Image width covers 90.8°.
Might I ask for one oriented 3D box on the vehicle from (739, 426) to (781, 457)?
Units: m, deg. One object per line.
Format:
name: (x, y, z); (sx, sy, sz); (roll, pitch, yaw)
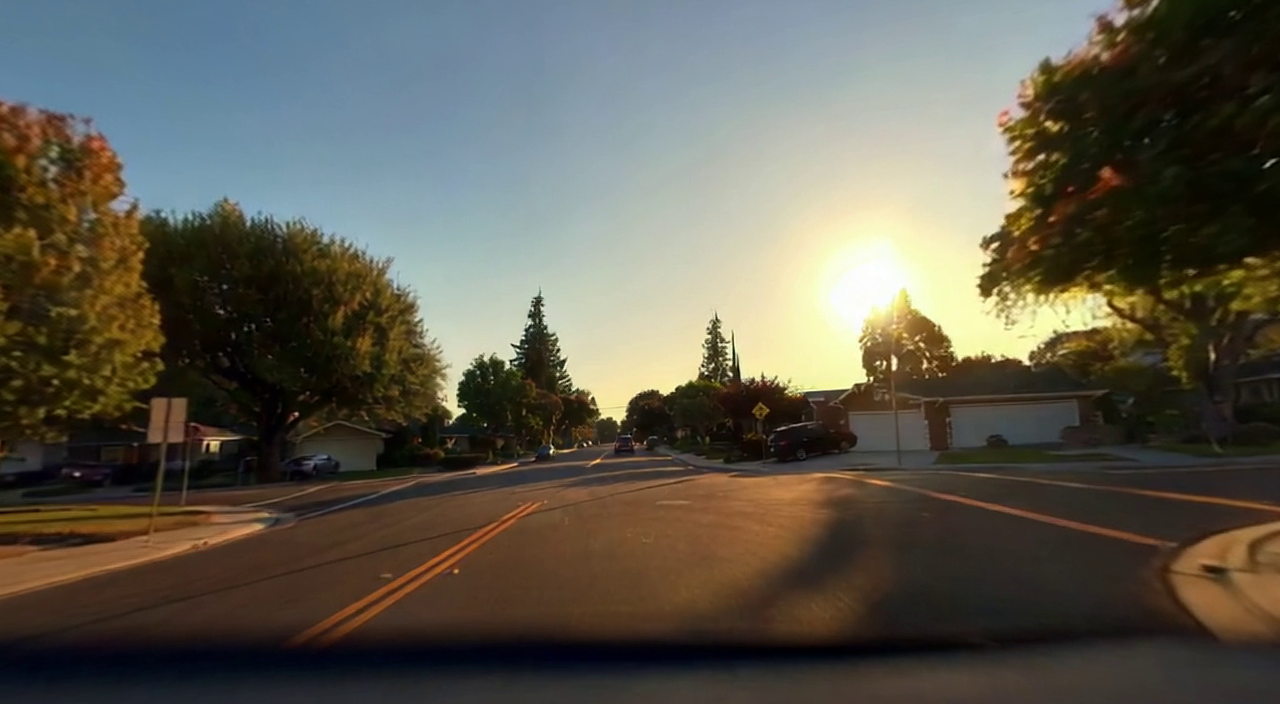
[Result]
vehicle: (7.582, 5.721, 40.280); (2.130, 1.836, 4.464); (-1, -8, 5)

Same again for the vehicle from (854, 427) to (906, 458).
vehicle: (12.714, 4.814, 33.677); (1.972, 1.528, 3.891); (-2, -9, 13)

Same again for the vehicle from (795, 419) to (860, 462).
vehicle: (9.390, 4.522, 32.098); (2.333, 1.933, 5.662); (-1, -8, 8)

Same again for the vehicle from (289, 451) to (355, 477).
vehicle: (-20.205, 7.139, 40.378); (1.917, 1.499, 4.569); (0, -8, 0)

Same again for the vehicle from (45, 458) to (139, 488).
vehicle: (-33.714, 7.425, 39.052); (1.978, 1.666, 4.230); (0, -8, 0)

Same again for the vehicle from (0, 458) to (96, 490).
vehicle: (-36.523, 7.528, 39.101); (2.016, 1.746, 4.125); (0, -8, -1)

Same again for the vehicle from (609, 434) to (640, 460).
vehicle: (-1.063, 6.820, 45.403); (2.116, 1.711, 4.155); (0, -8, -1)
